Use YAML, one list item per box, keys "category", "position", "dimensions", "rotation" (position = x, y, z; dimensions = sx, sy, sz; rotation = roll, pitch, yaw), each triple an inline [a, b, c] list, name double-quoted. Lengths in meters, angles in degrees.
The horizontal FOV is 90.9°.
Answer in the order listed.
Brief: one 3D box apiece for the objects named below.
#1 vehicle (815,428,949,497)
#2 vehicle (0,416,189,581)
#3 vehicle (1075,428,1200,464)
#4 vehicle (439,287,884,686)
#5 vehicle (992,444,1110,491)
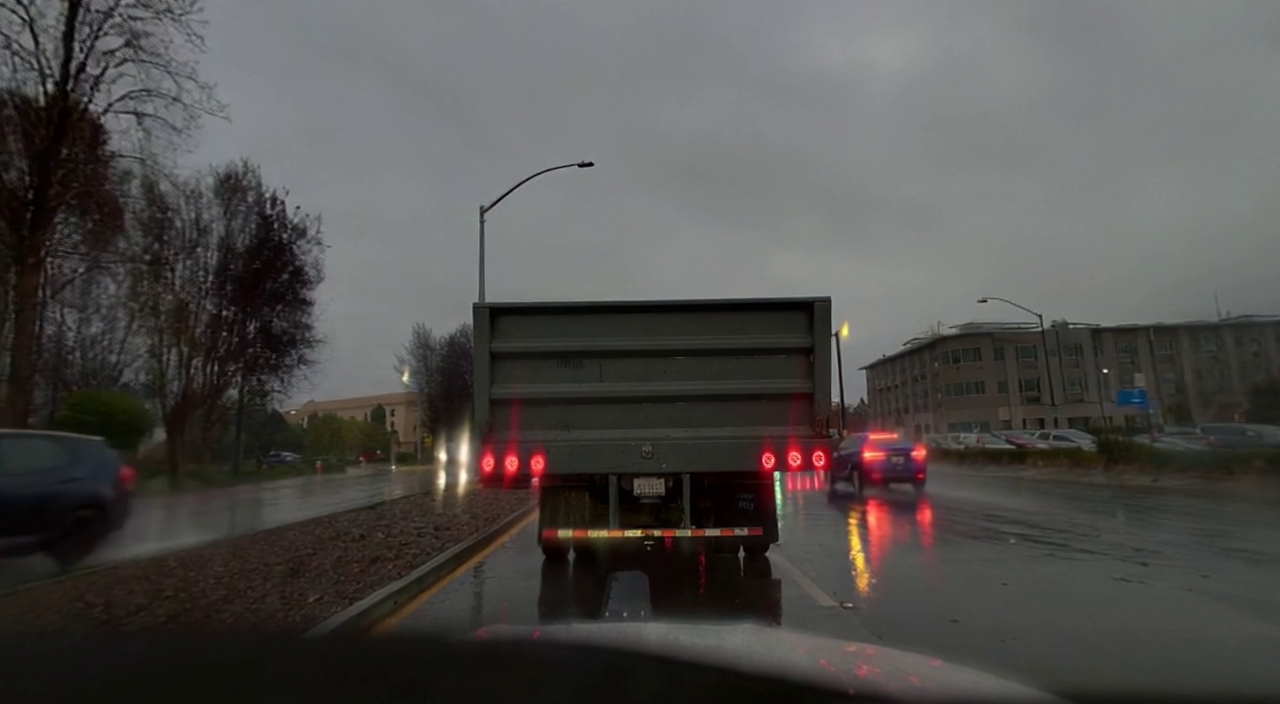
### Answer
- category: "vehicle"
  position: [7.099, 3.288, 19.187]
  dimensions: [2.160, 1.772, 4.883]
  rotation: [-1, -8, 1]
- category: "vehicle"
  position: [-7.976, 1.651, 7.210]
  dimensions: [2.052, 1.772, 4.838]
  rotation: [0, -8, 0]
- category: "vehicle"
  position: [23.113, 4.383, 29.425]
  dimensions: [4.171, 1.614, 1.894]
  rotation: [-1, -8, 1]
- category: "vehicle"
  position: [0.269, 1.294, 7.390]
  dimensions: [2.650, 2.391, 7.008]
  rotation: [-1, -8, 3]
- category: "vehicle"
  position: [14.305, 4.006, 22.222]
  dimensions: [1.702, 1.475, 3.670]
  rotation: [-1, -8, 1]
